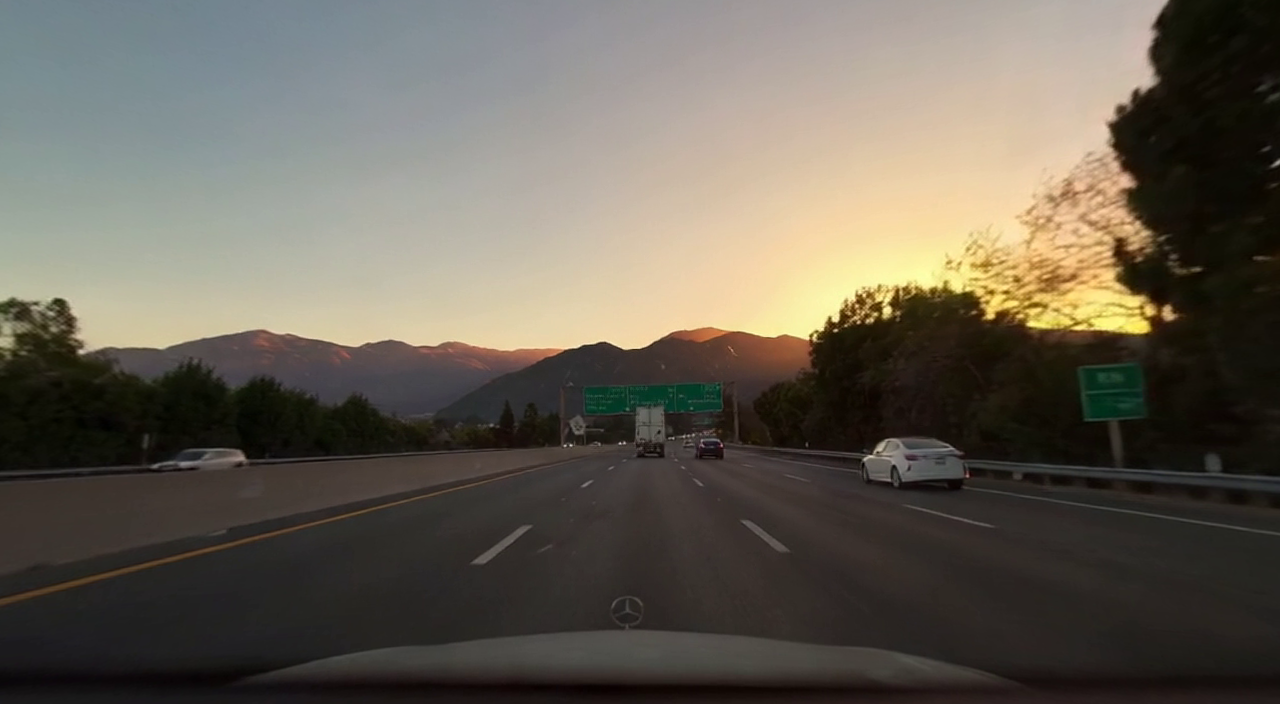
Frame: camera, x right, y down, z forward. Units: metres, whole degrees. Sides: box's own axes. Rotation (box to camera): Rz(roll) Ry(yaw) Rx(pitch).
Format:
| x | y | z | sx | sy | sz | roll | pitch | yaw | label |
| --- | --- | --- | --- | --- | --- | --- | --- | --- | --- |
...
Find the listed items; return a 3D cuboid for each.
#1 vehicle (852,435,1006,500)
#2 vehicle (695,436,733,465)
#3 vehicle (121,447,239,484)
| x | y | z | sx | sy | sz | roll | pitch | yaw | label |
| --- | --- | --- | --- | --- | --- | --- | --- | --- | --- |
| 7.143 | 2.883 | 16.159 | 1.982 | 1.440 | 4.171 | 0 | -8 | 1 | vehicle |
| 4.466 | 5.976 | 38.423 | 1.880 | 1.624 | 3.941 | 0 | -8 | 0 | vehicle |
| -22.896 | 5.634 | 31.683 | 2.032 | 1.684 | 5.065 | 0 | -8 | 1 | vehicle |
